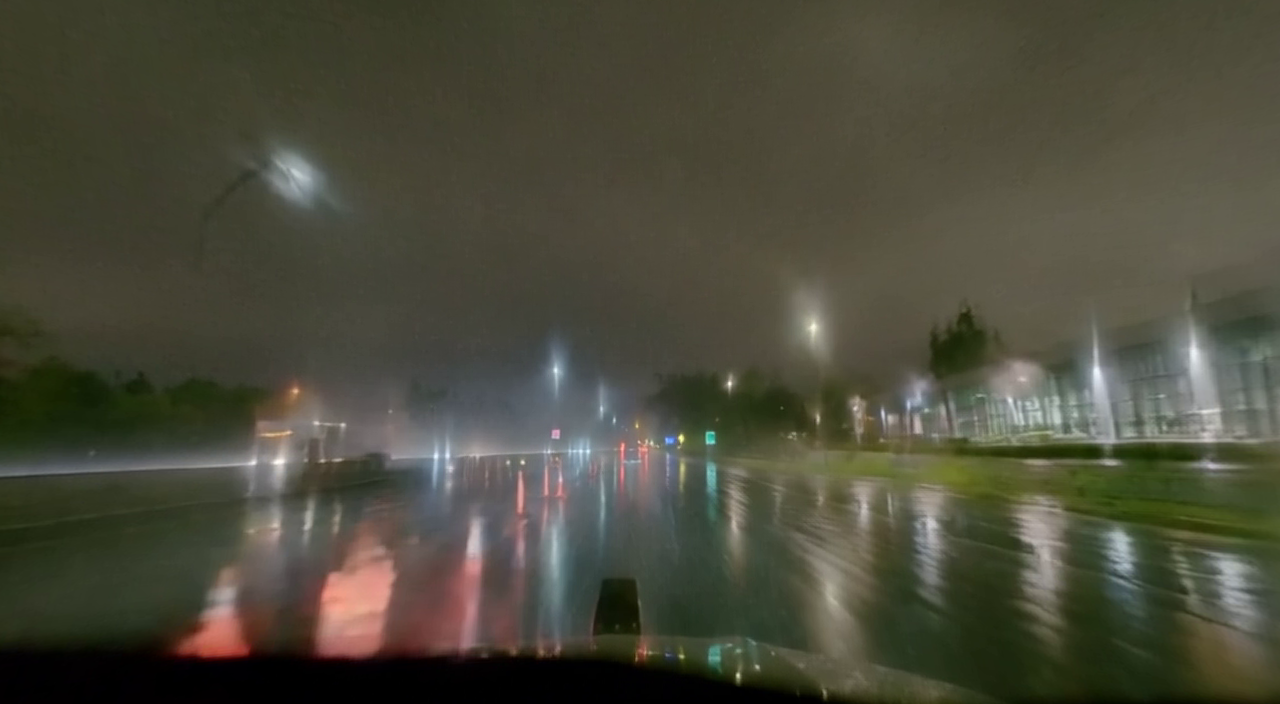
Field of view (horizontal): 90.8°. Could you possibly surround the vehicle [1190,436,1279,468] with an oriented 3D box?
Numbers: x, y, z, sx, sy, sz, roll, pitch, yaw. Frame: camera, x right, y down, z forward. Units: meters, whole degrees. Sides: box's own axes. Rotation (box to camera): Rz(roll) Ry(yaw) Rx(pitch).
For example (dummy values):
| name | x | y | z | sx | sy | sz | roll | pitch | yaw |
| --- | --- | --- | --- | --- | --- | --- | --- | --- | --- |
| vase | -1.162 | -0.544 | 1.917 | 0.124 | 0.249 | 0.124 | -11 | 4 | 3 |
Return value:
| name | x | y | z | sx | sy | sz | roll | pitch | yaw |
| --- | --- | --- | --- | --- | --- | --- | --- | --- | --- |
| vehicle | 30.414 | 4.982 | 31.428 | 4.160 | 1.547 | 1.986 | 0 | -9 | -1 |
